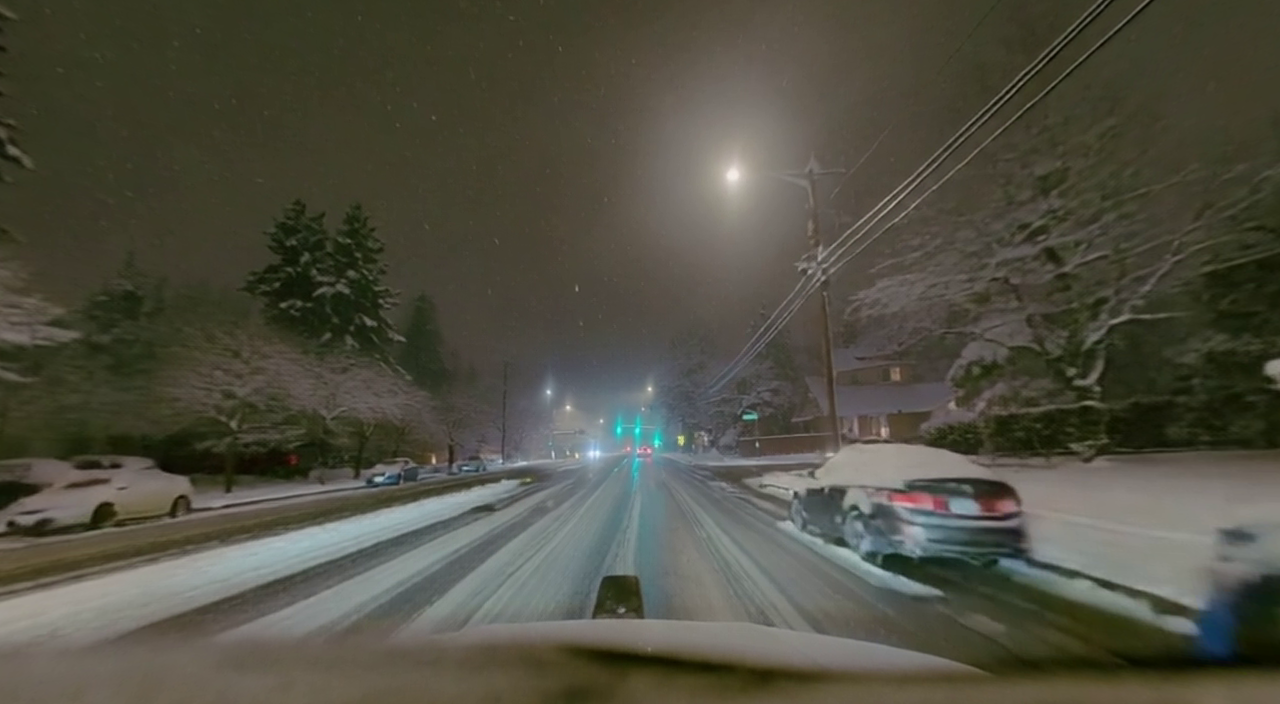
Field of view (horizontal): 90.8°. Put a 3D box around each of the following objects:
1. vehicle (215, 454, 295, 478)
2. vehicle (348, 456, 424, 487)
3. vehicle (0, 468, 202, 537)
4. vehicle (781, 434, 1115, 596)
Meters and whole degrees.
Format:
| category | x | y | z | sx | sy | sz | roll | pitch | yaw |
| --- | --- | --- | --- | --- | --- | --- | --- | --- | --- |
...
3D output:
| category | x | y | z | sx | sy | sz | roll | pitch | yaw |
| --- | --- | --- | --- | --- | --- | --- | --- | --- | --- |
| vehicle | -24.185 | 7.187 | 39.780 | 3.894 | 1.459 | 1.638 | 1 | -12 | 0 |
| vehicle | -13.624 | 6.428 | 34.241 | 1.901 | 1.481 | 4.636 | -1 | -9 | 4 |
| vehicle | -13.779 | 3.780 | 16.356 | 1.802 | 1.402 | 4.251 | -1 | -9 | 0 |
| vehicle | 3.491 | 1.924 | 8.528 | 2.093 | 1.524 | 4.835 | 0 | -8 | 0 |
